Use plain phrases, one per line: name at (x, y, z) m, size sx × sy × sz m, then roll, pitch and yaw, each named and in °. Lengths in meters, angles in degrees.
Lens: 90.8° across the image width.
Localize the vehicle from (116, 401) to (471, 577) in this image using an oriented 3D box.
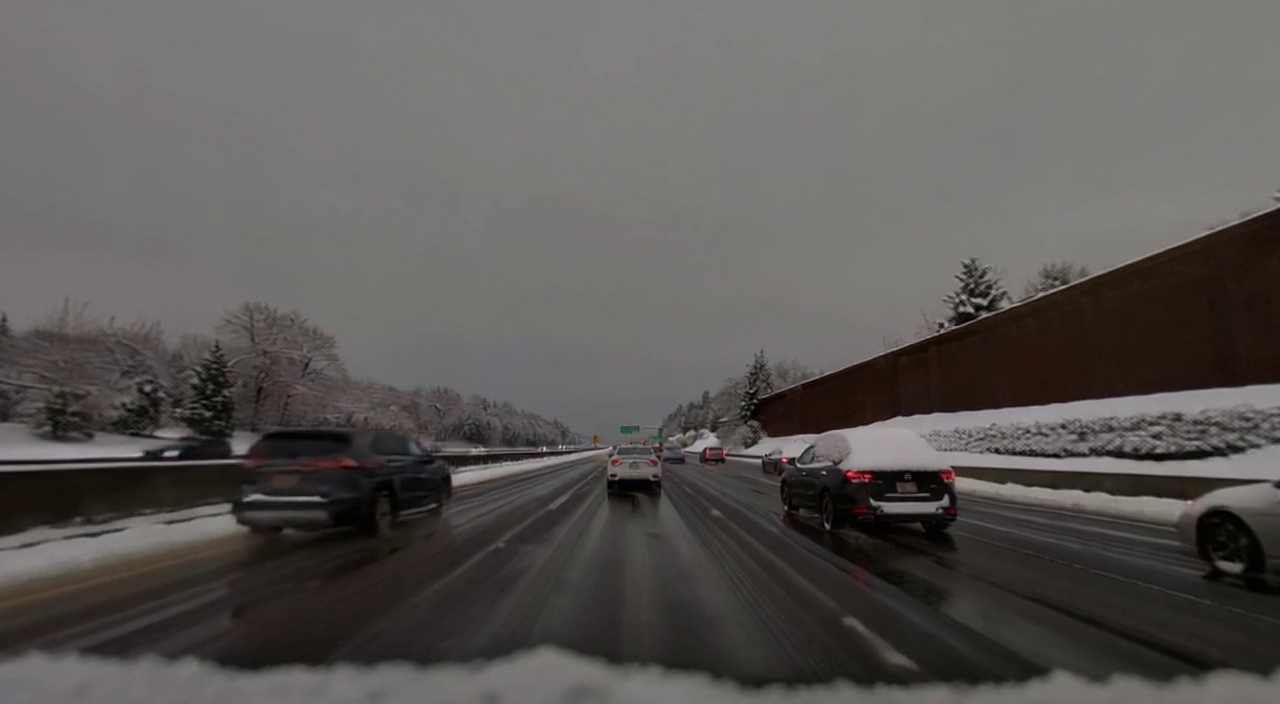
vehicle at (-4.218, 1.773, 9.028) m, size 2.218 × 1.776 × 5.031 m, roll 0°, pitch -9°, yaw 0°

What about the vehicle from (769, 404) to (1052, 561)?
vehicle at (3.621, 1.856, 9.713) m, size 2.162 × 1.800 × 4.693 m, roll 0°, pitch -9°, yaw -1°

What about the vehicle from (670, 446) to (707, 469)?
vehicle at (3.244, 7.191, 43.281) m, size 1.998 × 1.490 × 4.296 m, roll 0°, pitch -9°, yaw -3°

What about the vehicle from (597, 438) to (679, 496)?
vehicle at (-0.105, 3.280, 18.374) m, size 2.098 × 1.475 × 3.997 m, roll 0°, pitch -9°, yaw -1°
